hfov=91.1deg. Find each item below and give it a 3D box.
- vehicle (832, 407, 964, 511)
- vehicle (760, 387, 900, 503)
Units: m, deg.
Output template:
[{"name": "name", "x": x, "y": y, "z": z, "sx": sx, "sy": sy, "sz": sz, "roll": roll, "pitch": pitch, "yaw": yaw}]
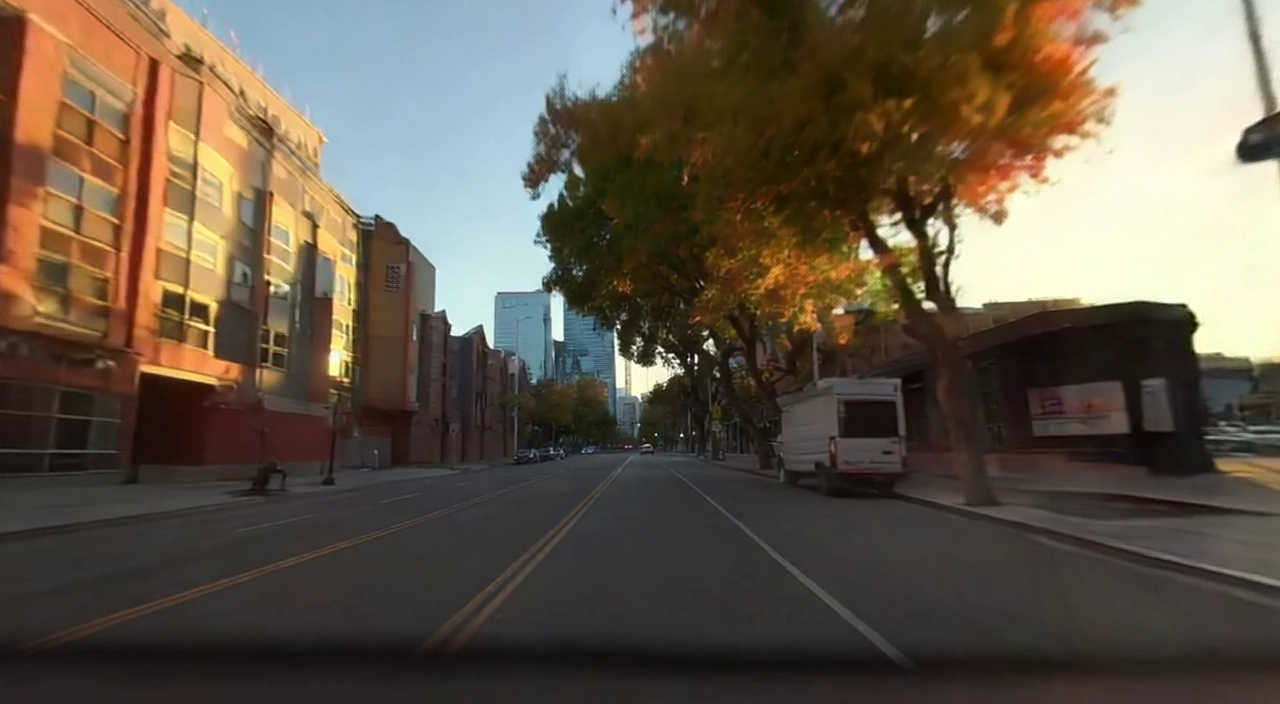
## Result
[{"name": "vehicle", "x": 6.537, "y": 2.737, "z": 16.339, "sx": 2.021, "sy": 2.433, "sz": 3.088, "roll": 0, "pitch": -8, "yaw": -1}, {"name": "vehicle", "x": 6.037, "y": 3.117, "z": 21.152, "sx": 2.750, "sy": 3.269, "sz": 6.333, "roll": 0, "pitch": -9, "yaw": 1}]
